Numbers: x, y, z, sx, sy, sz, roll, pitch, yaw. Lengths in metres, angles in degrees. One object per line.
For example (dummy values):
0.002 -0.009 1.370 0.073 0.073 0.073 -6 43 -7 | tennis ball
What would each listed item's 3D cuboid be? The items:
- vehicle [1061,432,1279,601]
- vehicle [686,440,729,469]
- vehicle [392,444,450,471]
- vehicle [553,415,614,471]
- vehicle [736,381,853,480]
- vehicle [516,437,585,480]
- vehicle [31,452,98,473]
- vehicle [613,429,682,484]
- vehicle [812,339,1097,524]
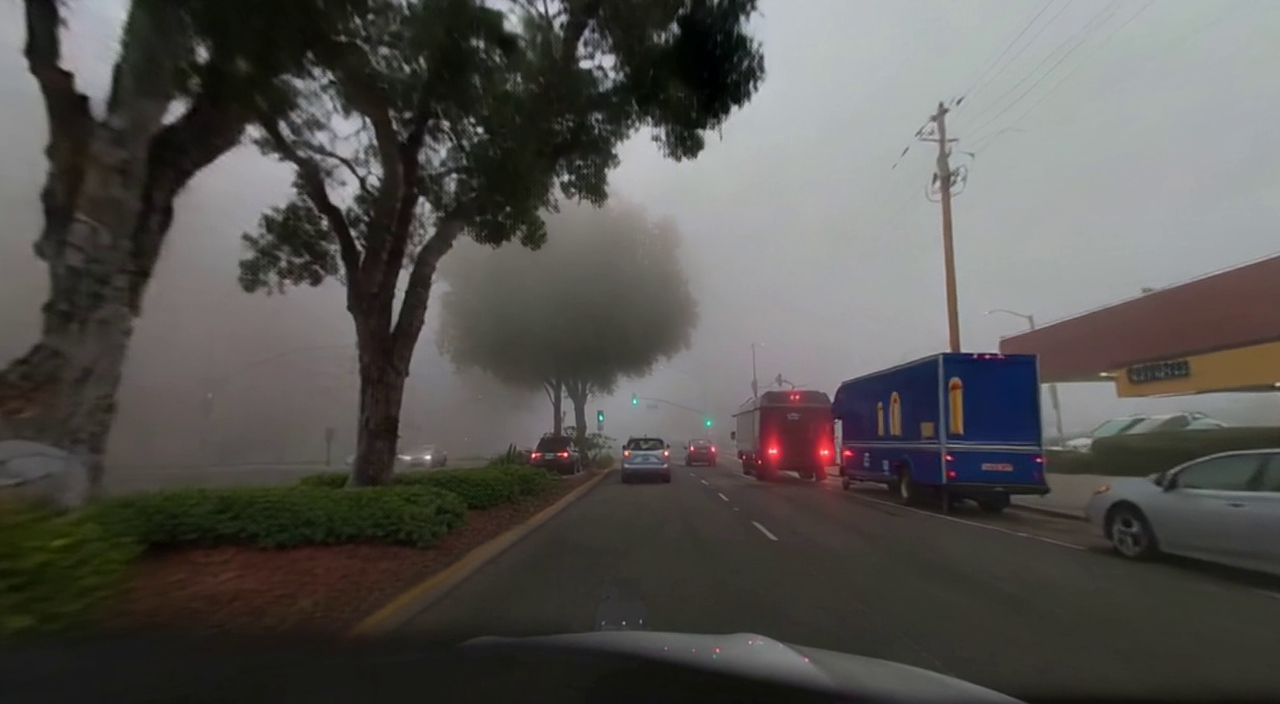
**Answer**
6.625 1.529 6.126 1.980 1.473 4.537 -1 -9 1 | vehicle
3.747 5.771 35.725 2.075 1.540 4.411 -1 -9 1 | vehicle
-13.636 6.563 39.504 1.928 1.497 4.446 -1 -7 2 | vehicle
-3.009 5.150 35.610 2.715 2.791 7.171 -1 -9 1 | vehicle
6.950 3.928 30.347 2.816 3.804 10.315 -3 -9 0 | vehicle
-3.373 4.107 24.588 2.008 1.500 4.369 -1 -9 1 | vehicle
-41.422 7.937 45.484 1.795 1.416 4.294 2 -9 -16 | vehicle
0.276 3.640 22.151 2.209 1.718 4.008 -1 -9 1 | vehicle
6.784 2.010 15.481 2.891 3.361 7.843 0 -9 0 | vehicle
